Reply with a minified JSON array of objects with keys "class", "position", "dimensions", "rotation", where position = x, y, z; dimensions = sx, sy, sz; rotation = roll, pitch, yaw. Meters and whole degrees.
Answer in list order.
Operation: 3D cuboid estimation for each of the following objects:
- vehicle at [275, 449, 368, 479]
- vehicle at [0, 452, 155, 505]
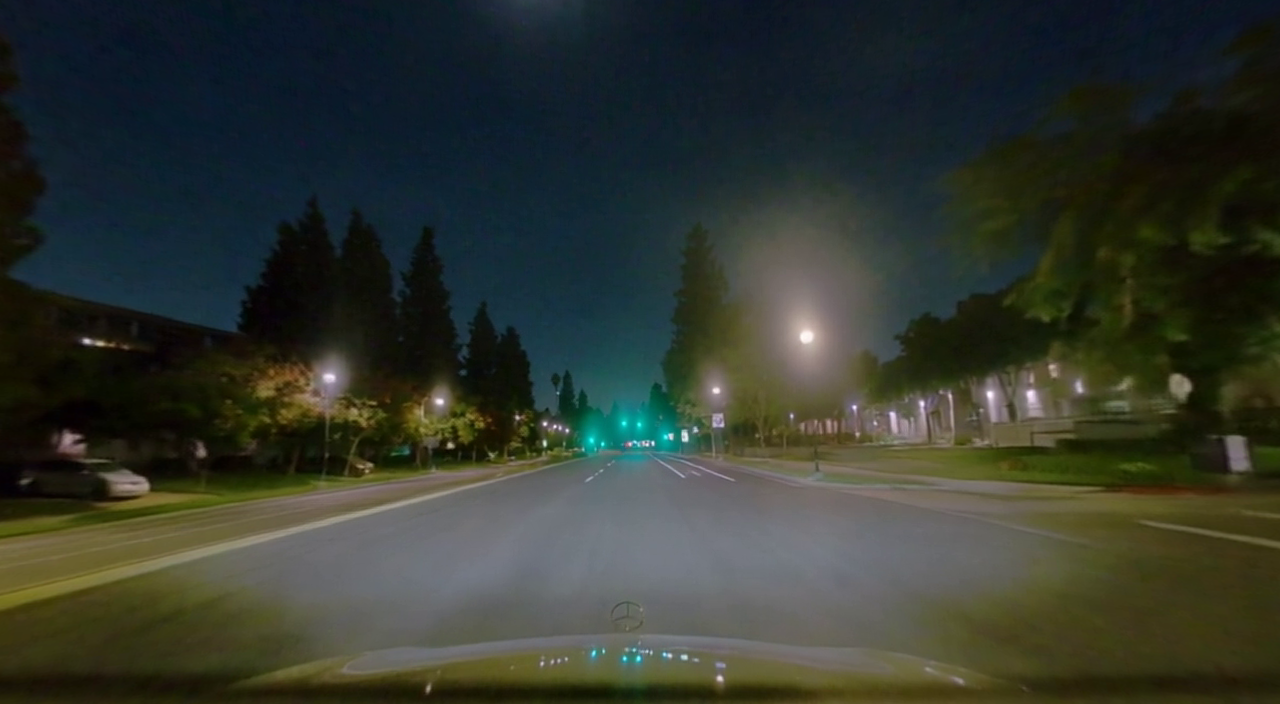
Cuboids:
[{"class":"vehicle","position":[-20.345,7.136,40.501],"dimensions":[4.761,1.812,2.206],"rotation":[0,-9,-1]},{"class":"vehicle","position":[-20.151,4.426,22.389],"dimensions":[4.171,1.728,2.069],"rotation":[0,-9,1]}]
